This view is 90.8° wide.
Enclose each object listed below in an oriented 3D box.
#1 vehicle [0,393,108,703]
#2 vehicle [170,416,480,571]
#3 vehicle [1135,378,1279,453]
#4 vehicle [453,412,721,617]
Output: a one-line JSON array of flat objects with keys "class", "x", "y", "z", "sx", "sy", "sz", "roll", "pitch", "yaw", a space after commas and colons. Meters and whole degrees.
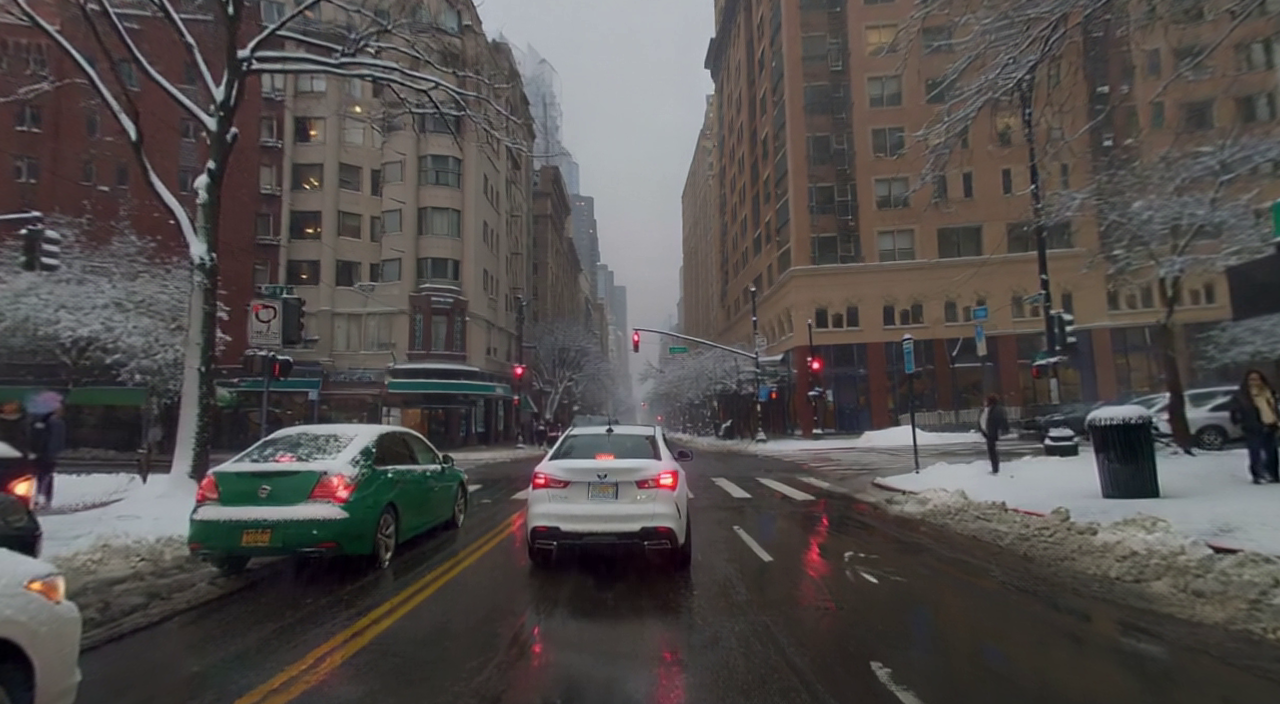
[{"class": "vehicle", "x": -3.919, "y": 0.704, "z": 1.170, "sx": 1.995, "sy": 1.524, "sz": 4.438, "roll": 0, "pitch": -8, "yaw": 0}, {"class": "vehicle", "x": -3.693, "y": 1.733, "z": 8.506, "sx": 1.934, "sy": 1.522, "sz": 4.287, "roll": 0, "pitch": -8, "yaw": 0}, {"class": "vehicle", "x": 21.625, "y": 2.362, "z": 22.882, "sx": 5.863, "sy": 2.493, "sz": 2.354, "roll": 2, "pitch": -9, "yaw": -11}, {"class": "vehicle", "x": -0.412, "y": 1.505, "z": 6.742, "sx": 1.999, "sy": 1.520, "sz": 3.896, "roll": 0, "pitch": -8, "yaw": -1}]
